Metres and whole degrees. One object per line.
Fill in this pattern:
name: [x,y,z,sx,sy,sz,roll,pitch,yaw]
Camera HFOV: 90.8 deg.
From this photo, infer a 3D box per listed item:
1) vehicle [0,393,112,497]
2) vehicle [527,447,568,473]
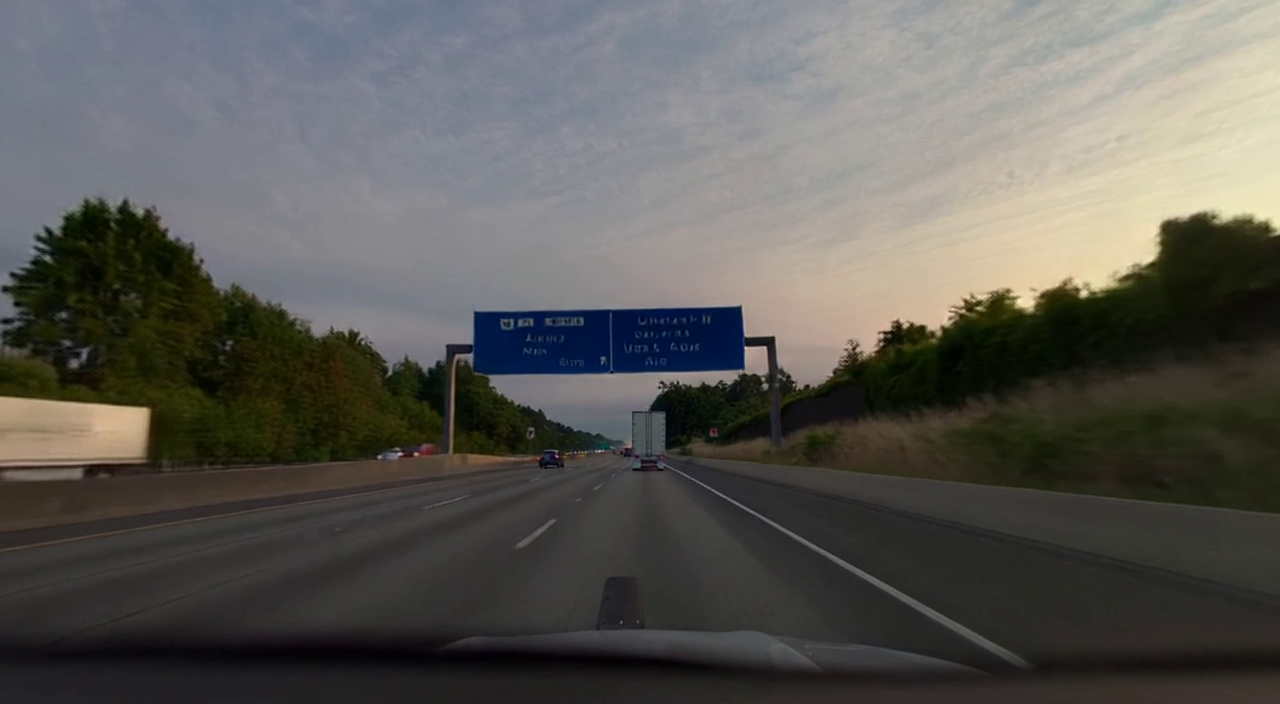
vehicle: [-23.885,3.159,21.436,3.032,3.588,10.037,0,-9,0]
vehicle: [-6.430,7.579,44.409,2.119,1.754,4.404,0,-9,1]
